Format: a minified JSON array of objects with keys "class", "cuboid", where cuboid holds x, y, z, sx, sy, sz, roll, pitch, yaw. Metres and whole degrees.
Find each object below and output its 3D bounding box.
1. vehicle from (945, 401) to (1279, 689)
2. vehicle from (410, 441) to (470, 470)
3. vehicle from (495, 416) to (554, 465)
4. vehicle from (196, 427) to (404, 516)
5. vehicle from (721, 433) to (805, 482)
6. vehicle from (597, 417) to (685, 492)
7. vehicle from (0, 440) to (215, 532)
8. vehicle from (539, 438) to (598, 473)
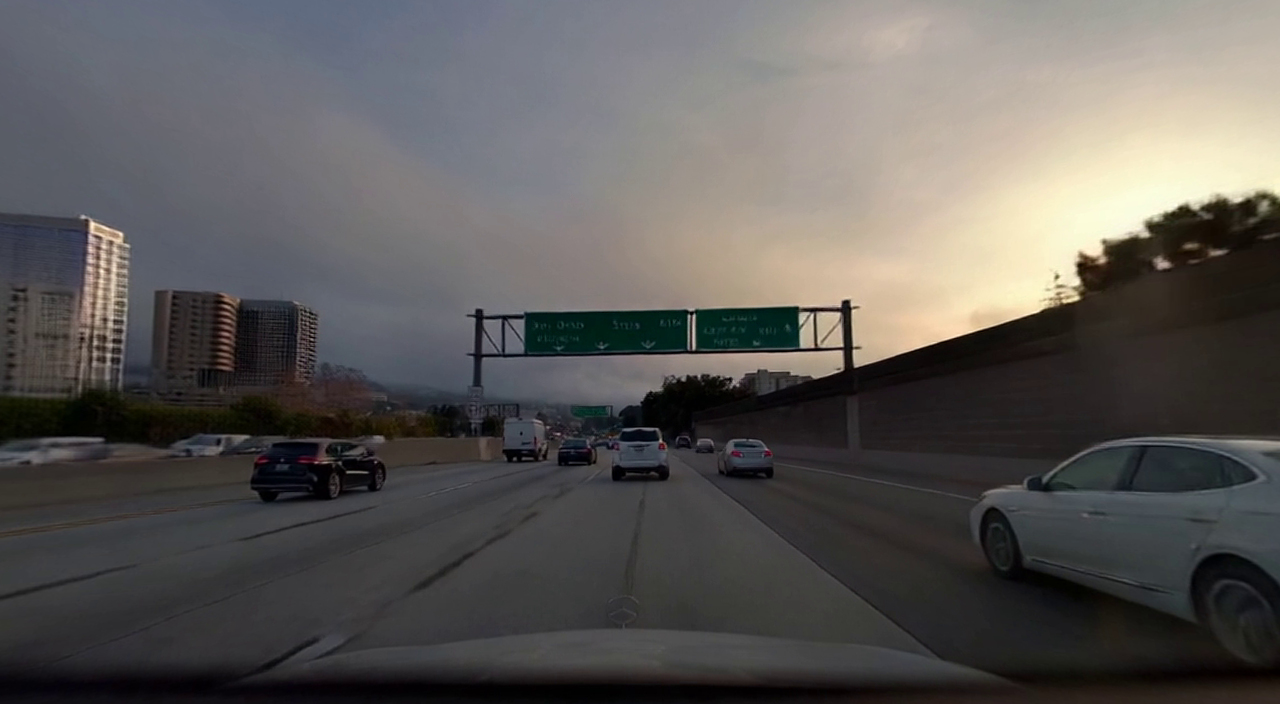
[{"class":"vehicle","cuboid":[4.280,1.181,4.489,1.915,1.482,4.537,0,-8,0]},{"class":"vehicle","cuboid":[-10.930,5.674,34.758,1.923,1.480,3.905,0,-8,1]},{"class":"vehicle","cuboid":[-7.077,5.569,39.647,2.358,2.817,7.055,0,-8,0]},{"class":"vehicle","cuboid":[-7.148,2.542,13.952,2.021,1.632,4.417,0,-8,2]},{"class":"vehicle","cuboid":[4.029,3.536,21.486,1.942,1.487,4.518,0,-8,0]},{"class":"vehicle","cuboid":[0.060,2.926,18.243,2.209,1.863,4.626,0,-8,1]},{"class":"vehicle","cuboid":[-10.960,2.470,12.373,1.970,1.441,4.555,0,-8,1]},{"class":"vehicle","cuboid":[-3.258,4.792,29.542,2.079,1.499,4.512,0,-8,2]}]
